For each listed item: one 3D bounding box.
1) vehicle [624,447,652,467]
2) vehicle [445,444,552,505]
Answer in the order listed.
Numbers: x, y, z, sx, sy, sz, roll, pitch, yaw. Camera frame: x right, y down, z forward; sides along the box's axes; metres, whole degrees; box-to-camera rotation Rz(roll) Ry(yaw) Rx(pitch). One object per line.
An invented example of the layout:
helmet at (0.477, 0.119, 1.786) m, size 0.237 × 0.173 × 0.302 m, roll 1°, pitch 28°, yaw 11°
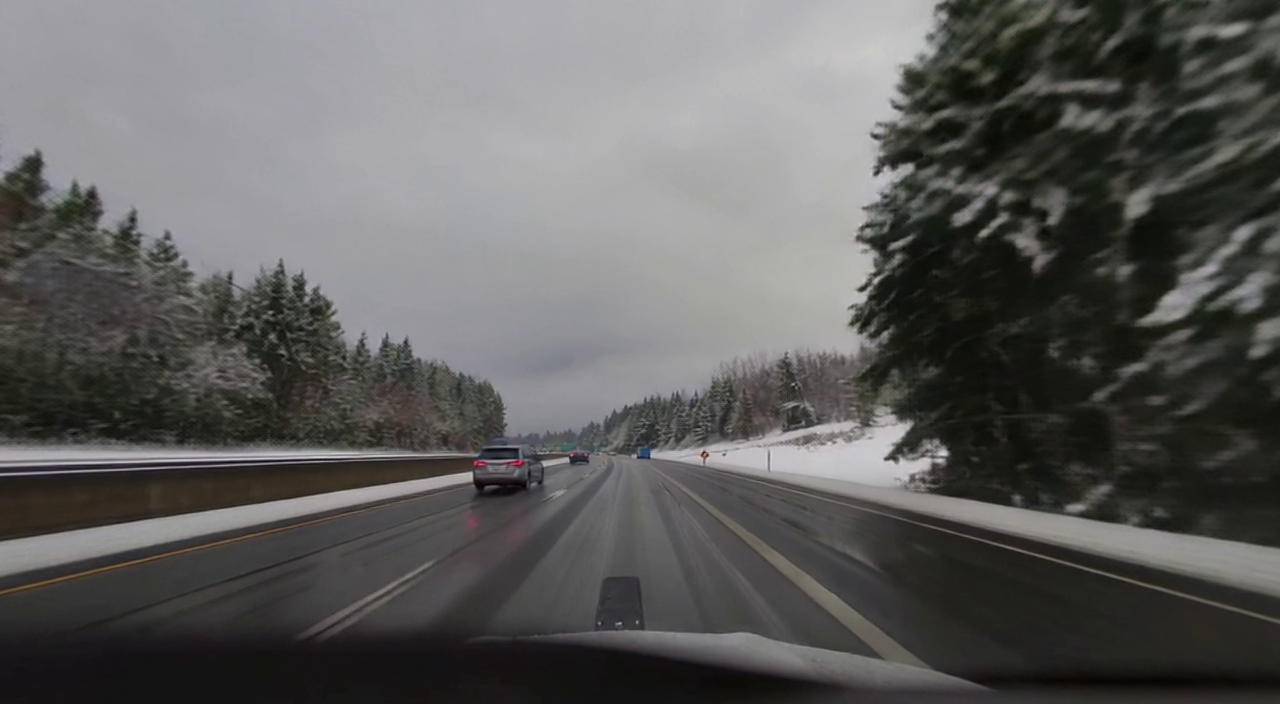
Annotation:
vehicle at (-0.202, 8.228, 49.458) m, size 2.031 × 1.483 × 3.417 m, roll 0°, pitch -9°, yaw -2°
vehicle at (-3.917, 3.466, 18.393) m, size 1.957 × 1.499 × 4.965 m, roll 0°, pitch -9°, yaw 0°
